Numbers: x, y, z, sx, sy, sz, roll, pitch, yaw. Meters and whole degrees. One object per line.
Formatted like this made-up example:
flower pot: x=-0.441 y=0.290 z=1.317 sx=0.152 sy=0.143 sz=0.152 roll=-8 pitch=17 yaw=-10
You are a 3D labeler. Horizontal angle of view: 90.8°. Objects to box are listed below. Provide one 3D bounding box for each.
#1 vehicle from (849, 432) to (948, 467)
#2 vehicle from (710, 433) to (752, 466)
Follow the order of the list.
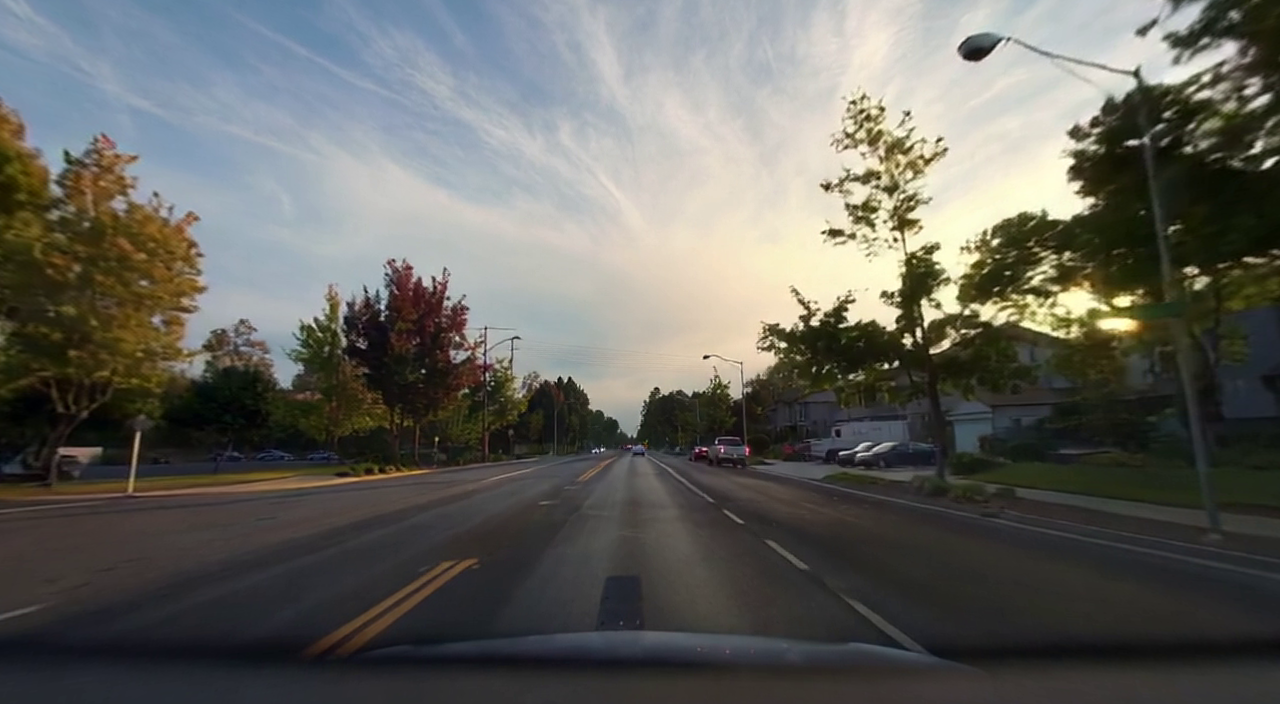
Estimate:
vehicle: x=14.394 y=5.450 z=35.358 sx=4.637 sy=1.842 sz=2.016 roll=0 pitch=-9 yaw=2
vehicle: x=6.315 y=6.850 z=44.595 sx=2.275 sy=2.132 sz=5.726 roll=0 pitch=-9 yaw=1
